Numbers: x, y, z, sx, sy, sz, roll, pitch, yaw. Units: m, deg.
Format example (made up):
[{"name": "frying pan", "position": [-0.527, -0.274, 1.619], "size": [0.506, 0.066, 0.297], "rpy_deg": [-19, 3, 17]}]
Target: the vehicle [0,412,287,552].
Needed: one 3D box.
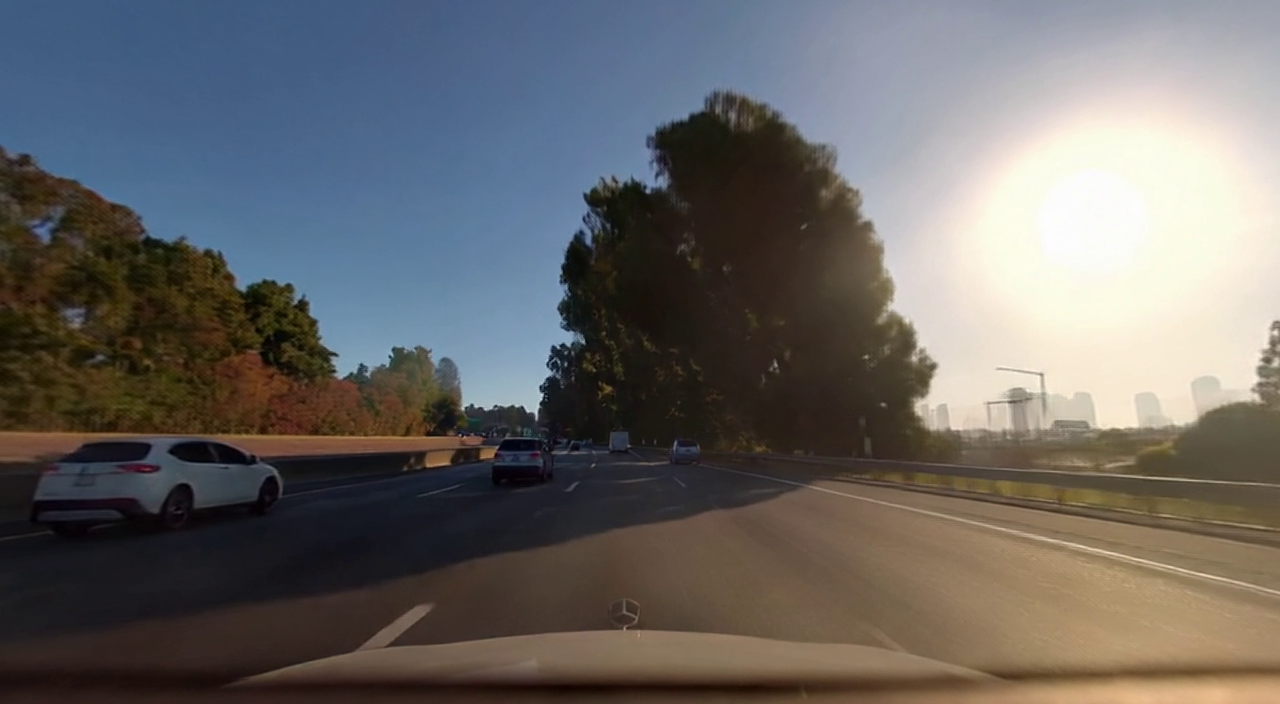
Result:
[{"name": "vehicle", "position": [-8.134, 1.946, 10.121], "size": [2.237, 1.703, 4.681], "rpy_deg": [0, -9, -1]}]

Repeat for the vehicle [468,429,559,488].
[{"name": "vehicle", "position": [-3.895, 3.362, 20.147], "size": [2.002, 1.680, 4.301], "rpy_deg": [0, -9, 0]}]

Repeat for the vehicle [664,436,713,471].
[{"name": "vehicle", "position": [2.469, 5.317, 33.214], "size": [2.053, 1.698, 4.097], "rpy_deg": [0, -9, -3]}]
